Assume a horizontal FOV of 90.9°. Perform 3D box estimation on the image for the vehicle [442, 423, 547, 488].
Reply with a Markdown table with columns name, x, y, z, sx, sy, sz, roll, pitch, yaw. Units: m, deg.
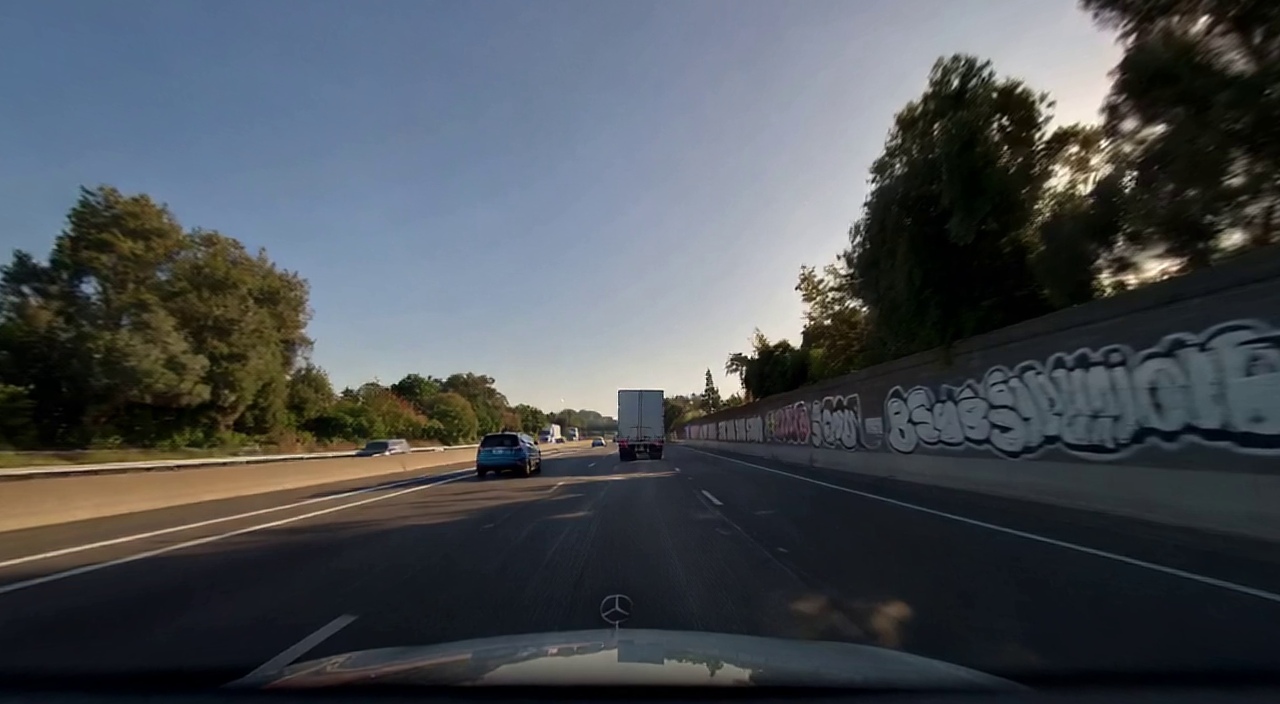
| name | x | y | z | sx | sy | sz | roll | pitch | yaw |
| --- | --- | --- | --- | --- | --- | --- | --- | --- | --- |
| vehicle | -4.053 | 2.946 | 18.326 | 2.058 | 1.645 | 4.130 | 0 | -8 | 0 |

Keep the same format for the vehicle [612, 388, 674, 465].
| name | x | y | z | sx | sy | sz | roll | pitch | yaw |
| --- | --- | --- | --- | --- | --- | --- | --- | --- | --- |
| vehicle | 0.048 | 4.137 | 34.418 | 2.927 | 3.649 | 9.443 | 0 | -8 | -1 |
